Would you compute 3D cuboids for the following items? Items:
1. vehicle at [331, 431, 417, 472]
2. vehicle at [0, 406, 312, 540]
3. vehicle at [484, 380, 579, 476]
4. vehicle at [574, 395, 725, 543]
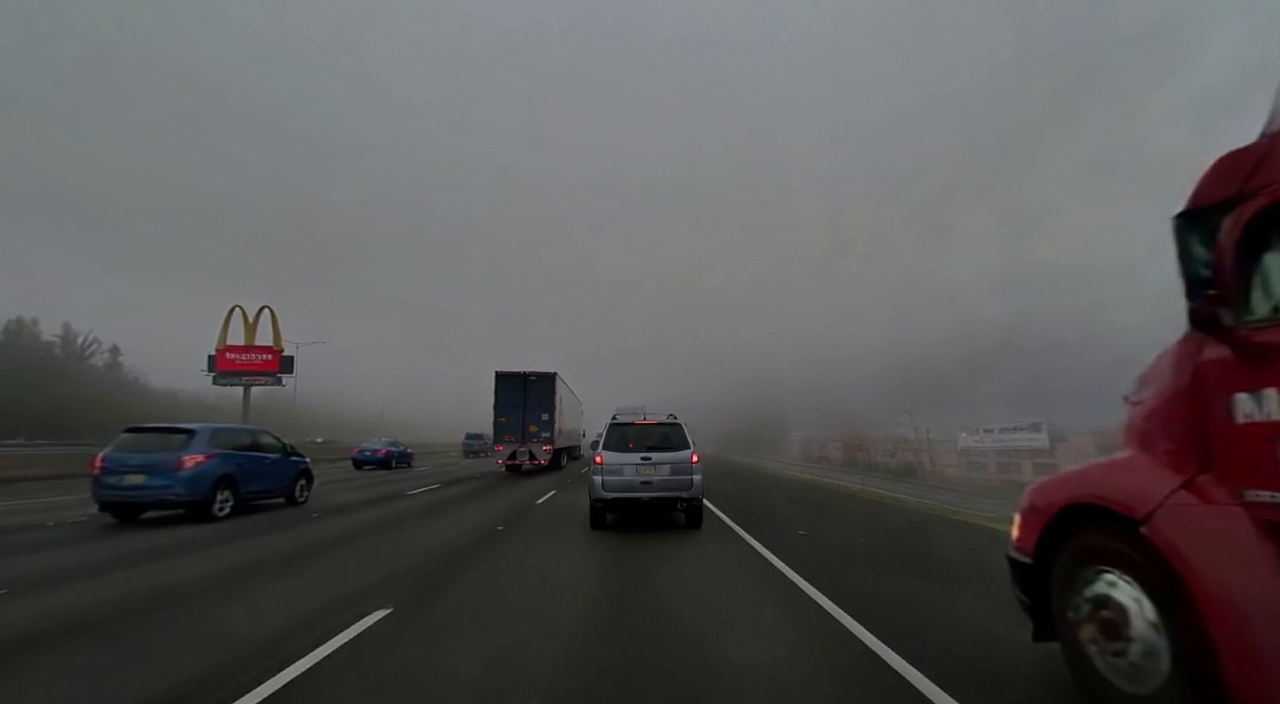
[{"bbox_3d":[-11.893,4.491,28.574,1.915,1.710,4.670,0,-9,-1],"label":"vehicle"},{"bbox_3d":[-7.447,1.904,10.400,1.854,1.740,4.151,0,-9,-1],"label":"vehicle"},{"bbox_3d":[-4.379,3.407,27.370,2.814,3.513,8.529,0,-9,-2],"label":"vehicle"},{"bbox_3d":[0.072,1.824,10.264,1.947,1.910,4.040,0,-9,-2],"label":"vehicle"}]
